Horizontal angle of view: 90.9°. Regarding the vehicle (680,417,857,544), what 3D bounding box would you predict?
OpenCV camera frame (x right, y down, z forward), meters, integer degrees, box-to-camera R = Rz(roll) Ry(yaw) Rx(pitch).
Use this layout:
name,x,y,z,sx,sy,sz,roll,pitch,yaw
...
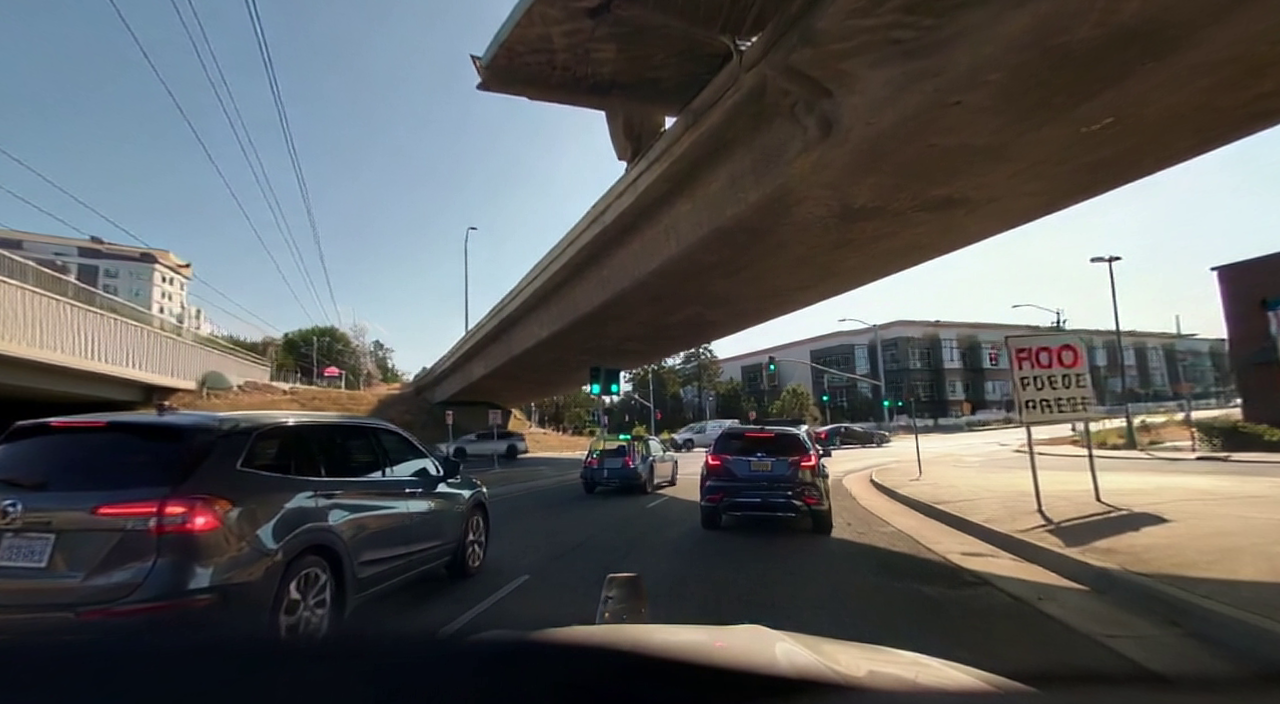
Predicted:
name,x,y,z,sx,sy,sz,roll,pitch,yaw
vehicle,2.063,1.953,10.286,2.195,1.571,4.353,-2,-8,12

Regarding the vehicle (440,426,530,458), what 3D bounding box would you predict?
name,x,y,z,sx,sy,sz,roll,pitch,yaw
vehicle,-9.285,5.423,37.955,4.827,1.885,2.008,-1,-8,3

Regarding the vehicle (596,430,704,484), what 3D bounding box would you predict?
name,x,y,z,sx,sy,sz,roll,pitch,yaw
vehicle,0.474,3.327,20.288,2.214,1.519,4.704,-3,-9,17
